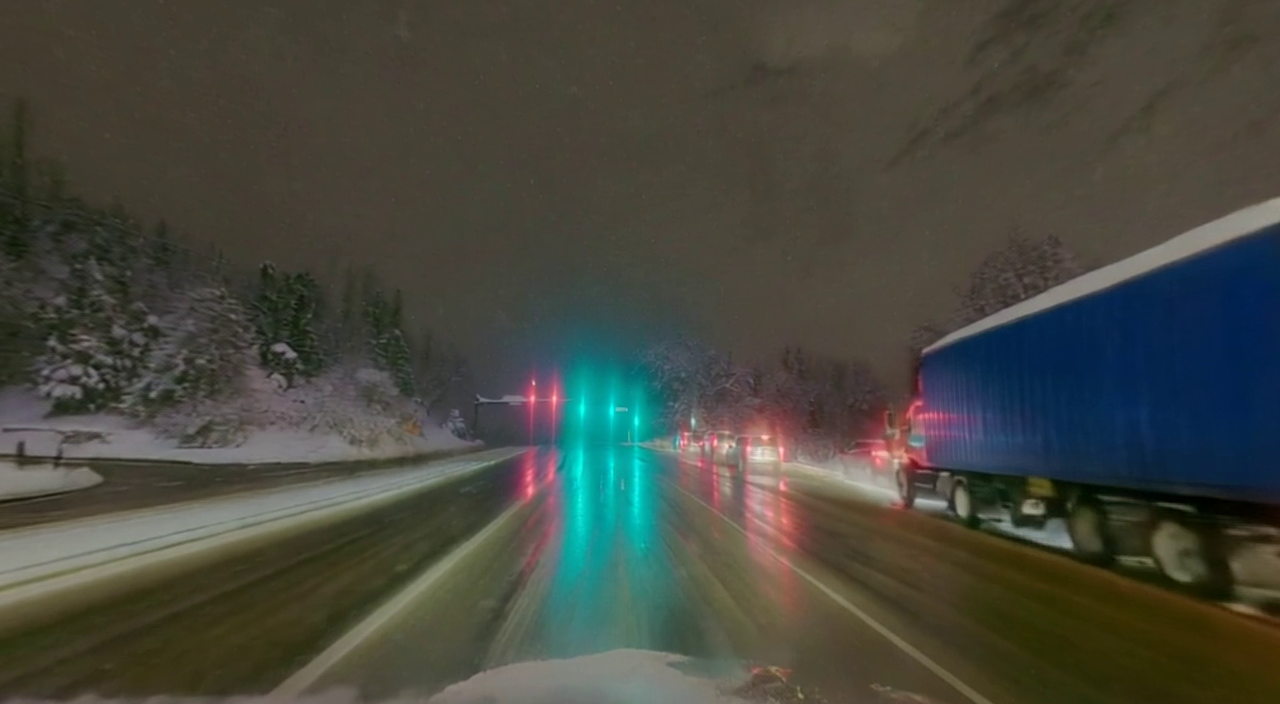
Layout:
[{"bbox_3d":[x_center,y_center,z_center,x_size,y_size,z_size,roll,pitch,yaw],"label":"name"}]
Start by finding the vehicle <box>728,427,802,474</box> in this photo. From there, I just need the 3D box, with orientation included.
[{"bbox_3d":[5.028,4.017,25.952,1.917,1.748,4.003,0,-8,-5],"label":"vehicle"}]

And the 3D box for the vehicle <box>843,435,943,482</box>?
[{"bbox_3d":[9.328,3.927,23.602,1.919,1.545,3.885,0,-7,-4],"label":"vehicle"}]

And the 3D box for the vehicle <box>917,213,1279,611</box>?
[{"bbox_3d":[6.416,0.917,7.978,2.625,2.975,8.237,-1,-8,5],"label":"vehicle"}]
